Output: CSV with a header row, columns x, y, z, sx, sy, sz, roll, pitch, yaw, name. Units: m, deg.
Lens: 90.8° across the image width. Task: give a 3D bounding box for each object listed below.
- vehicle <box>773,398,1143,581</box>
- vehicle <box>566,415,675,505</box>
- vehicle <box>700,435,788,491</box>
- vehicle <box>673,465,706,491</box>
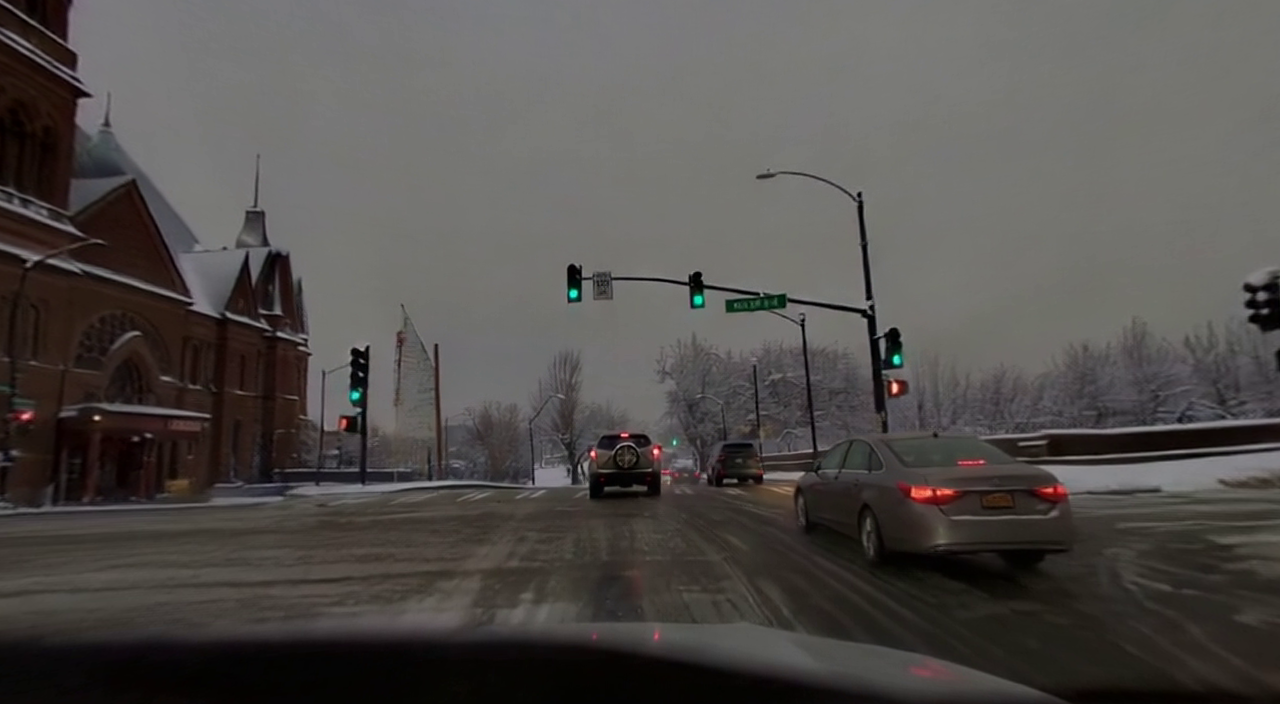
x,y,z,sx,sy,sz,roll,pitch,yaw,name
3.094,1.446,7.463,1.883,1.472,4.471,0,-8,-3,vehicle
-0.443,2.454,14.758,2.168,1.776,4.135,0,-8,-2,vehicle
3.013,3.303,19.169,1.890,1.491,4.166,0,-8,-1,vehicle
3.740,9.284,46.785,2.027,1.771,4.470,-2,-10,9,vehicle
